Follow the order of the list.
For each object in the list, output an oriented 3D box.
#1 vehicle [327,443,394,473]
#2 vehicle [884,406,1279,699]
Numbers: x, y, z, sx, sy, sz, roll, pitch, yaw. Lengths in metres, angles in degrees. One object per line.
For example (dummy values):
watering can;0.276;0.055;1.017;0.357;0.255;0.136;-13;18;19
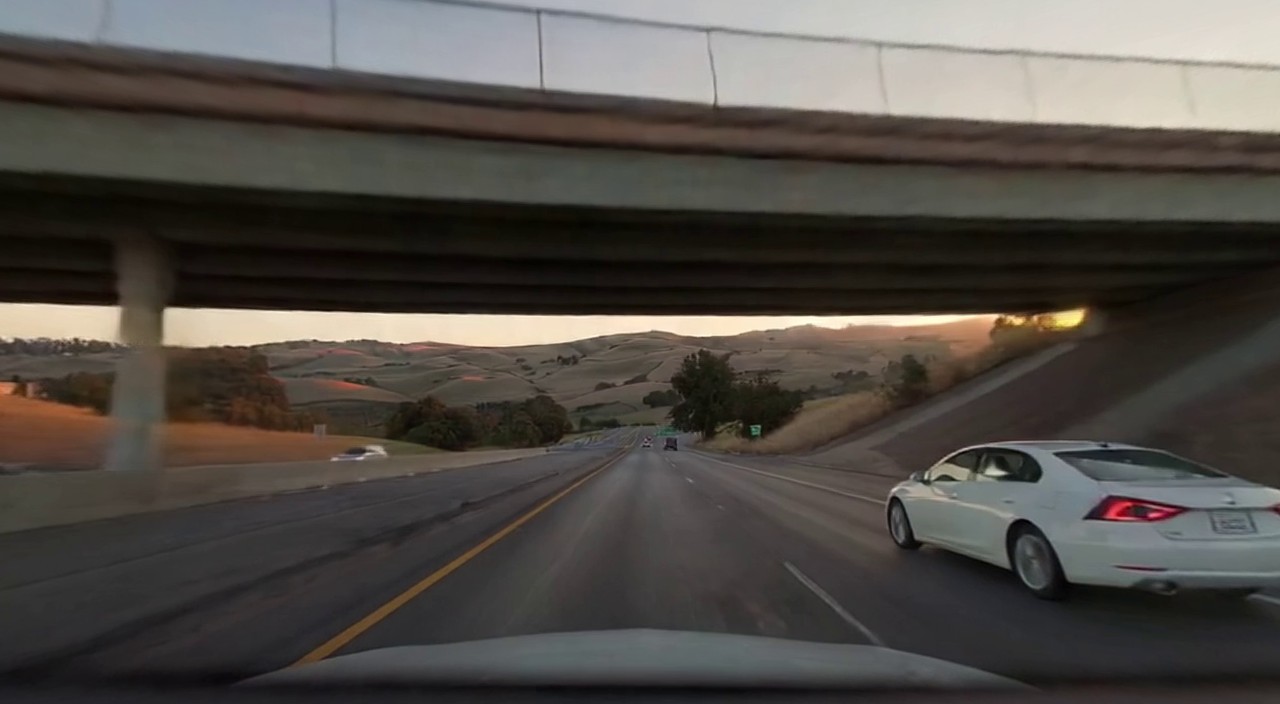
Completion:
vehicle;-17.271;6.545;39.278;2.068;1.709;4.499;0;-8;0
vehicle;4.183;1.371;5.663;2.027;1.487;4.718;0;-8;-1
